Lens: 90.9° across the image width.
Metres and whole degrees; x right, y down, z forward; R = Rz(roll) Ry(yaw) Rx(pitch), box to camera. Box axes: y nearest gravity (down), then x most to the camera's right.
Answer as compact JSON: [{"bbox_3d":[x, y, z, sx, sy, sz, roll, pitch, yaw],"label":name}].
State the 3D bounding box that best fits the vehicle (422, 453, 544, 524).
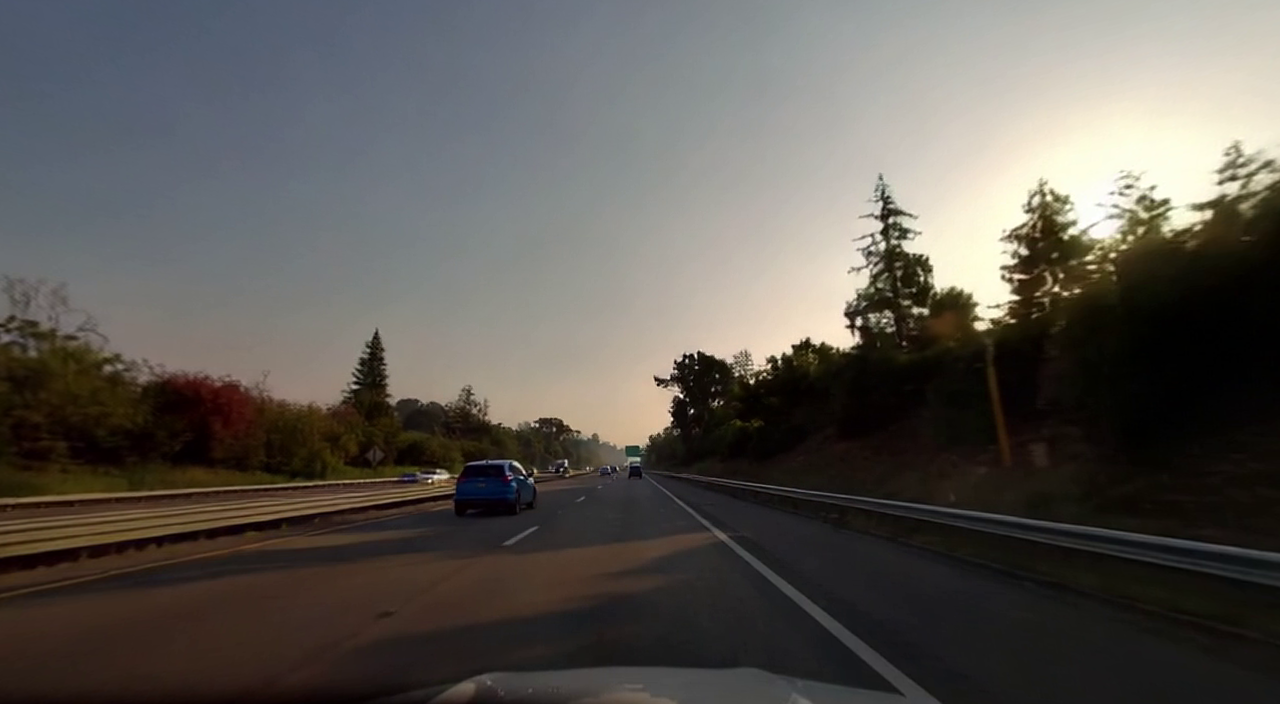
[{"bbox_3d":[-3.788,3.399,16.047,2.017,1.516,4.041,1,-11,0],"label":"vehicle"}]
